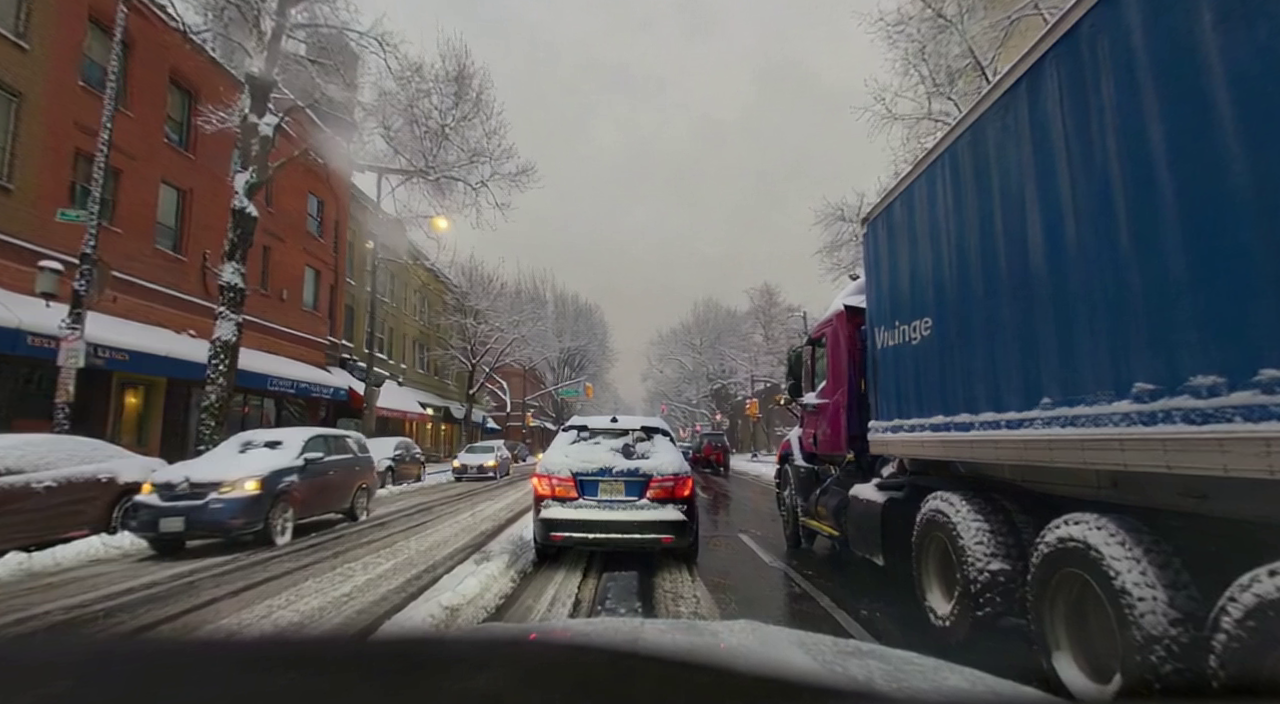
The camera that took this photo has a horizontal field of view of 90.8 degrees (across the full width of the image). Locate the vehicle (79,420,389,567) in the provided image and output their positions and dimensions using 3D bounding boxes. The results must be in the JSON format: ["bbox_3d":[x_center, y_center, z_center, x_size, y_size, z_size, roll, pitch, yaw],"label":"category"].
[{"bbox_3d":[-5.710,2.011,9.733,1.960,1.736,4.255,0,-9,-1],"label":"vehicle"}]

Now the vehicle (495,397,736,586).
[{"bbox_3d":[-0.238,1.671,8.369,2.283,1.783,4.548,0,-9,0],"label":"vehicle"}]

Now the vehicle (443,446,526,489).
[{"bbox_3d":[-5.745,4.310,23.952,1.997,1.467,4.373,0,-9,0],"label":"vehicle"}]

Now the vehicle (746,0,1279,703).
[{"bbox_3d":[2.911,0.078,3.585,2.913,3.771,9.716,0,-9,0],"label":"vehicle"}]
